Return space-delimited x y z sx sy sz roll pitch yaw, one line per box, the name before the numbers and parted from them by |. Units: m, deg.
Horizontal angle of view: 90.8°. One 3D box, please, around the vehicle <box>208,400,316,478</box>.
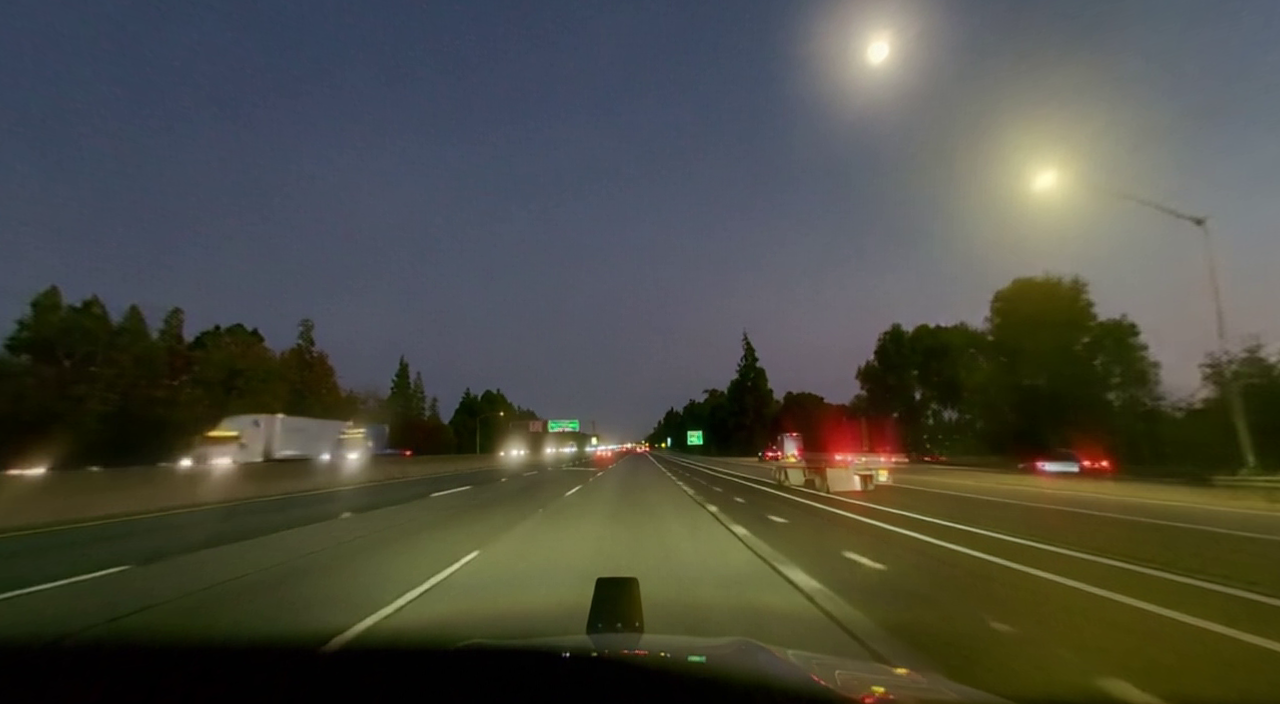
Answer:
vehicle | -19.769 4.628 33.331 2.832 3.799 4.192 0 -9 1
